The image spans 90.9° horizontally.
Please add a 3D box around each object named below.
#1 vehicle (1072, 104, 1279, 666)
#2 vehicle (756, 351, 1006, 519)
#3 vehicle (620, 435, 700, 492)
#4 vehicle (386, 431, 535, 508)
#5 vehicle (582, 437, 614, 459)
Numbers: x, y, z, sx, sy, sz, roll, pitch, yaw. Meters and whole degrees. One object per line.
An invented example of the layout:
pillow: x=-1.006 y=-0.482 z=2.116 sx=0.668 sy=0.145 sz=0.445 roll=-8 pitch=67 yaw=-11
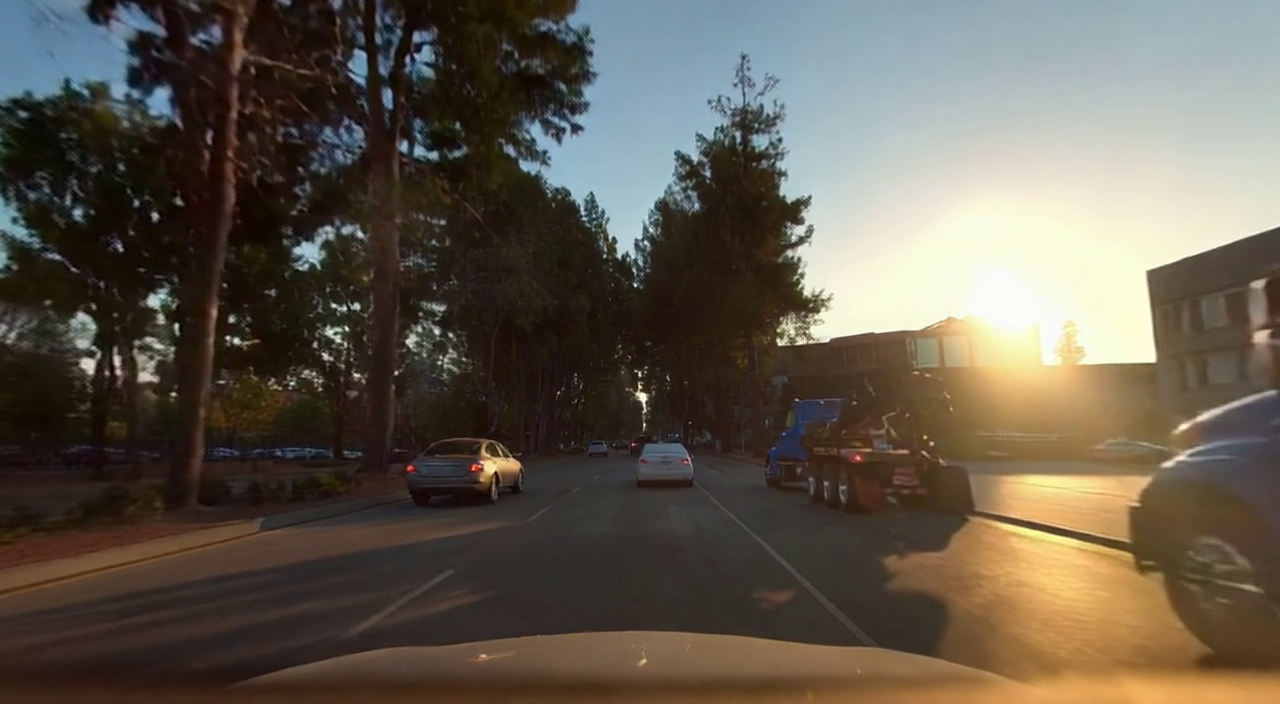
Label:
vehicle: x=5.507 y=-0.316 z=0.343 sx=2.867 sy=3.600 sz=11.047 roll=0 pitch=-8 yaw=1
vehicle: x=5.488 y=2.223 z=16.742 sx=3.089 sy=3.258 sz=8.841 roll=0 pitch=-8 yaw=0
vehicle: x=0.571 y=3.203 z=18.476 sx=2.086 sy=1.466 sz=4.026 roll=0 pitch=-8 yaw=2
vehicle: x=-3.961 y=2.679 z=14.926 sx=2.003 sy=1.507 sz=4.808 roll=0 pitch=-8 yaw=2
vehicle: x=-3.262 y=7.571 z=49.603 sx=2.062 sy=1.641 sz=4.193 roll=0 pitch=-8 yaw=2
